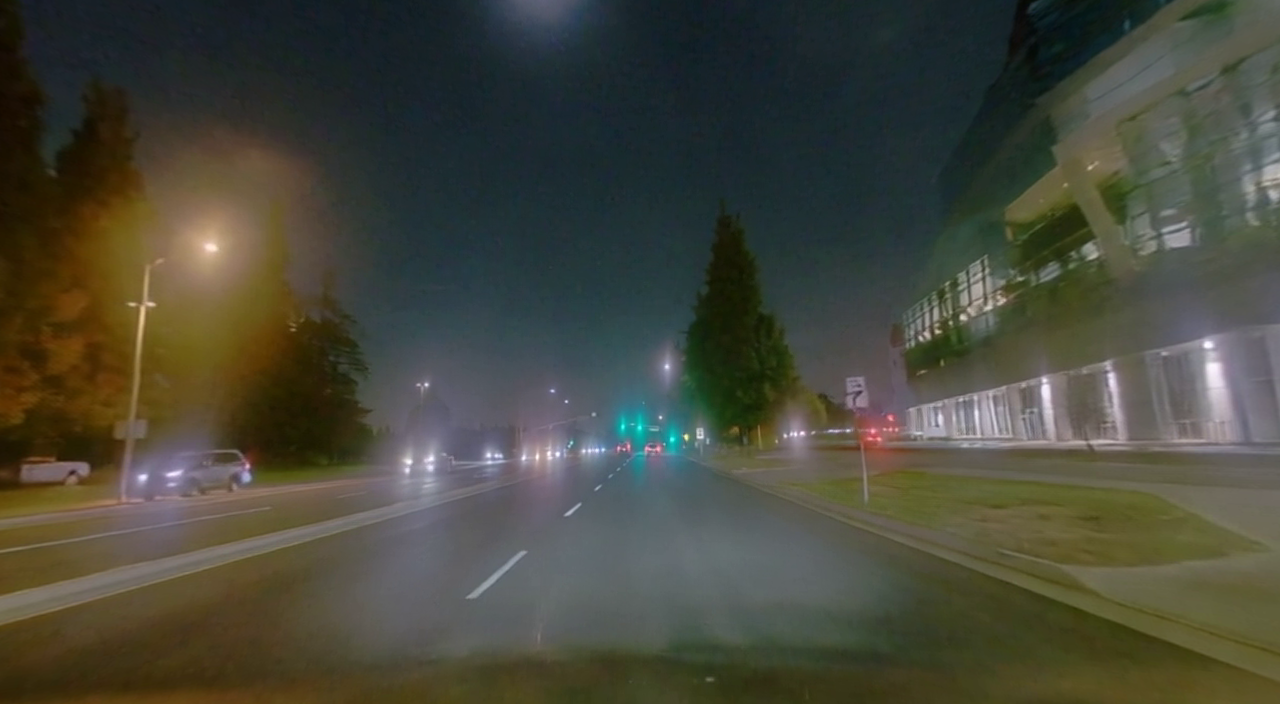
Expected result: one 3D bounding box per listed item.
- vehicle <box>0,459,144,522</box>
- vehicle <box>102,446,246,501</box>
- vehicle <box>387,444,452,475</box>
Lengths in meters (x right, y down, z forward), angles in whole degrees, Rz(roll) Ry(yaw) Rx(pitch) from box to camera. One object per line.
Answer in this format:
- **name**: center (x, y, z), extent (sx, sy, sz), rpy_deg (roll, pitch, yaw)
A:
- **vehicle**: center (-17.388, 3.903, 18.063), extent (1.955, 1.486, 5.112), rpy_deg (-1, -8, 2)
- **vehicle**: center (-17.295, 4.498, 23.651), extent (1.998, 1.724, 4.486), rpy_deg (-3, -9, 0)
- **vehicle**: center (-13.353, 6.514, 38.394), extent (2.145, 1.754, 4.777), rpy_deg (0, -8, 1)
